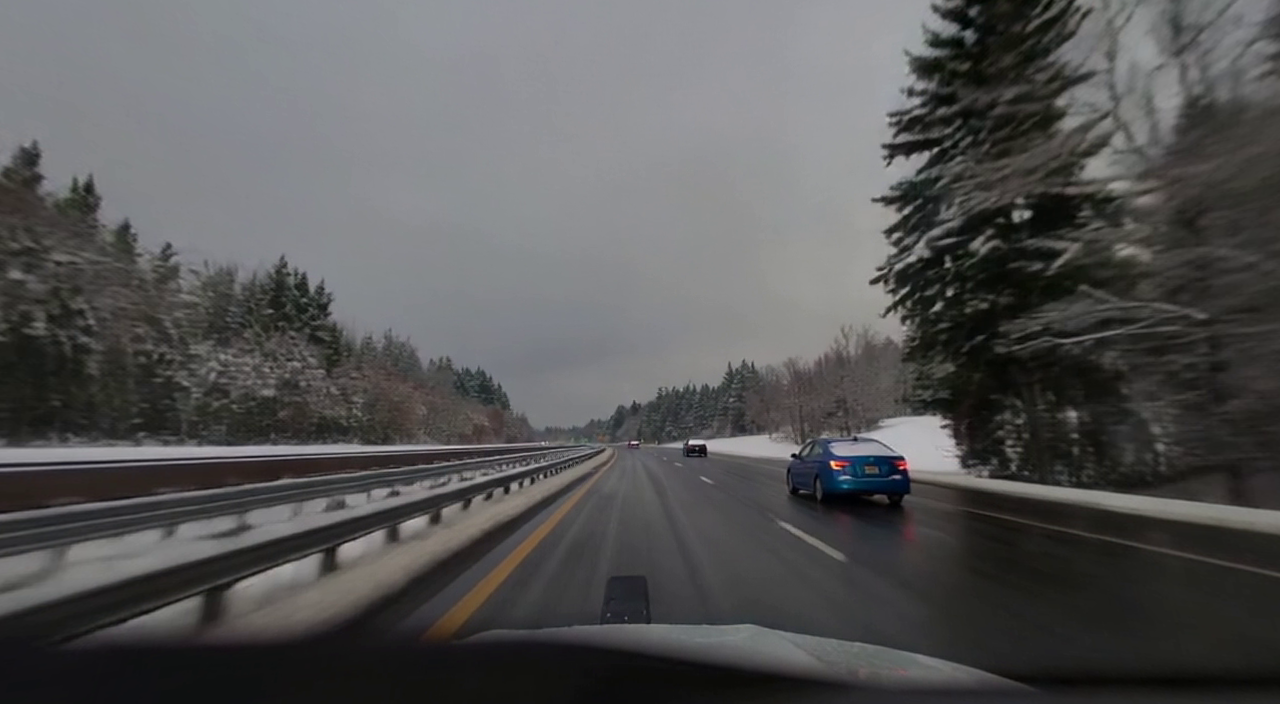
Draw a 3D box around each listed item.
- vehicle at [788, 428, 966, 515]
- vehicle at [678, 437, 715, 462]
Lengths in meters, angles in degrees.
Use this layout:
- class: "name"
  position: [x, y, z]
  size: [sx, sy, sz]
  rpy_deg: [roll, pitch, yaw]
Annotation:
- class: "vehicle"
  position: [4.695, 2.416, 13.263]
  size: [2.072, 1.528, 4.176]
  rpy_deg: [0, -8, -1]
- class: "vehicle"
  position: [3.691, 6.382, 41.417]
  size: [1.945, 1.538, 3.729]
  rpy_deg: [0, -8, -2]
